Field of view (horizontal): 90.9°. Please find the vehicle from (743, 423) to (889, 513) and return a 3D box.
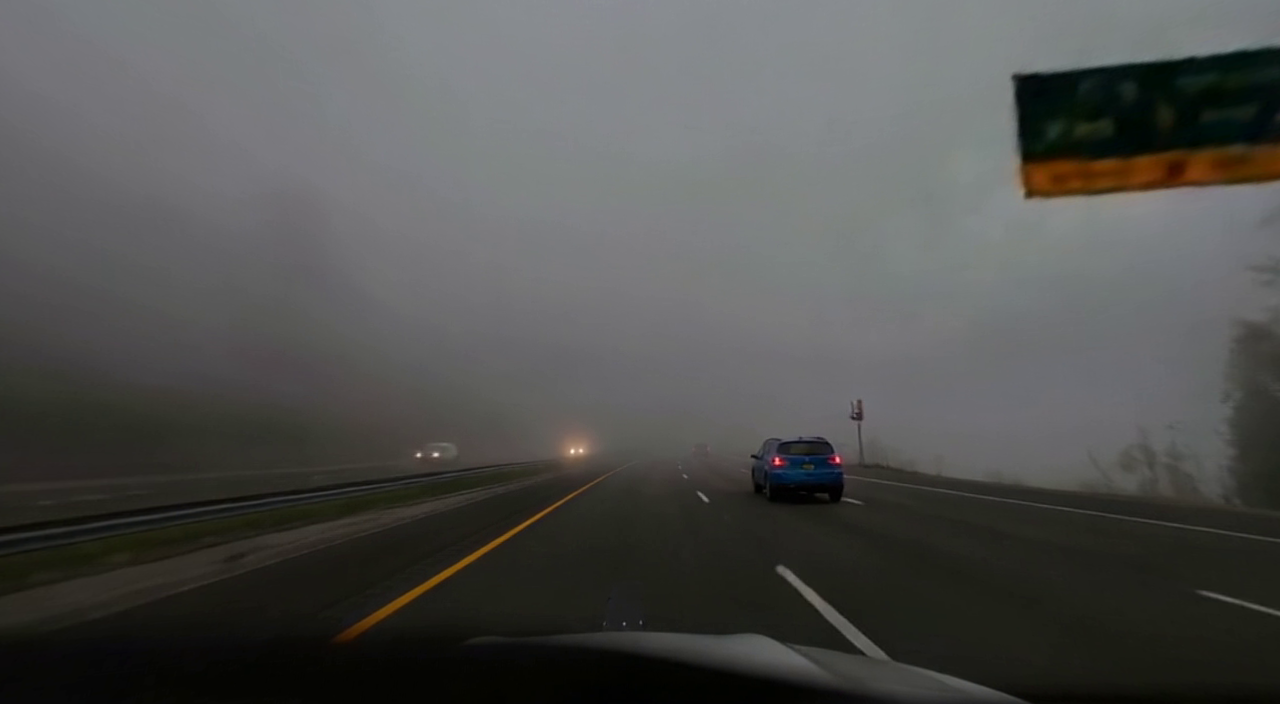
[{"bbox_3d":[3.805,2.599,14.591,2.143,1.730,4.303,-1,-8,0],"label":"vehicle"}]
